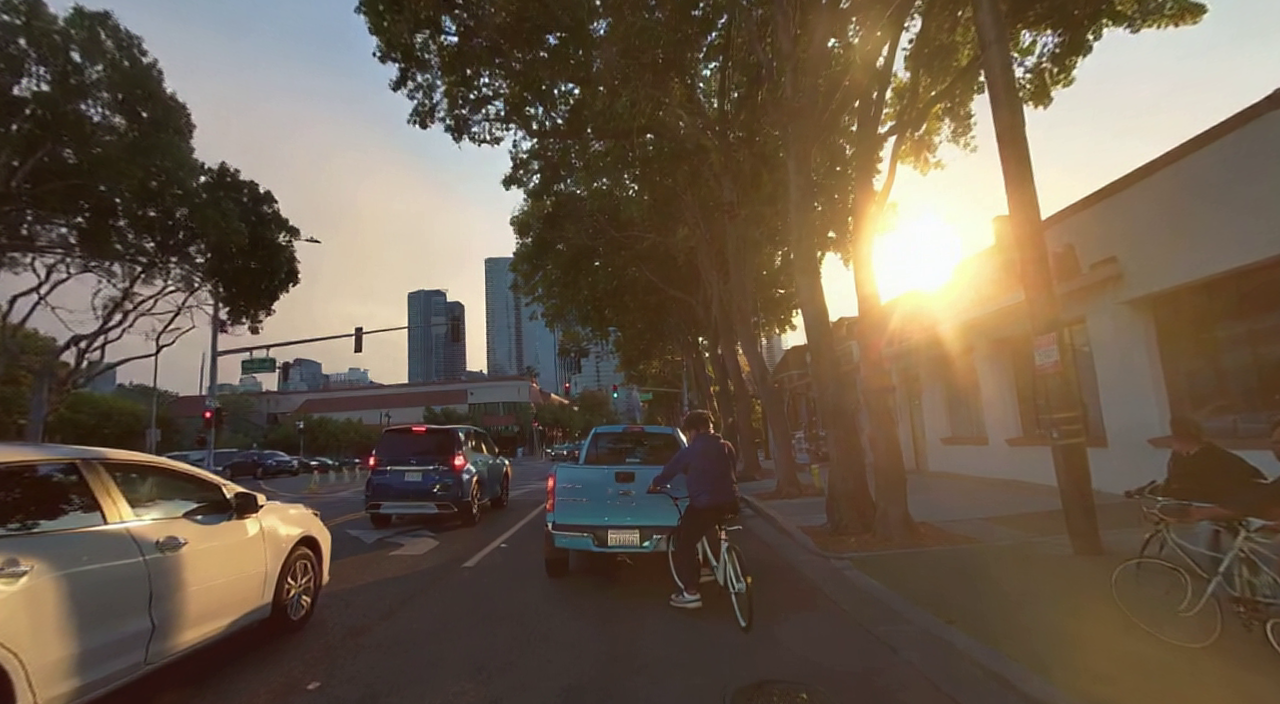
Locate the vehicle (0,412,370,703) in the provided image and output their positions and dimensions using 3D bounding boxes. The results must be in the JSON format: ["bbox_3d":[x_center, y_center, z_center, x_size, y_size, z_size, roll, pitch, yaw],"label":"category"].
[{"bbox_3d":[-3.554,1.173,3.694,2.064,1.486,4.140,0,-9,1],"label":"vehicle"}]

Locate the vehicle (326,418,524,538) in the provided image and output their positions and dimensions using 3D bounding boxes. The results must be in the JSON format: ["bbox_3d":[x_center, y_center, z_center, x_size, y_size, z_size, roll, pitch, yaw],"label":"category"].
[{"bbox_3d":[-3.597,2.204,11.630,2.046,1.750,4.452,0,-9,0],"label":"vehicle"}]

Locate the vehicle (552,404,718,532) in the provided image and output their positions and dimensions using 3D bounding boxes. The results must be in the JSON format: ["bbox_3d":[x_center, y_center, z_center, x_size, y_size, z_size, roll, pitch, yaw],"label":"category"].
[{"bbox_3d":[-0.110,2.092,11.896,2.426,1.882,5.027,0,-9,-1],"label":"vehicle"}]
